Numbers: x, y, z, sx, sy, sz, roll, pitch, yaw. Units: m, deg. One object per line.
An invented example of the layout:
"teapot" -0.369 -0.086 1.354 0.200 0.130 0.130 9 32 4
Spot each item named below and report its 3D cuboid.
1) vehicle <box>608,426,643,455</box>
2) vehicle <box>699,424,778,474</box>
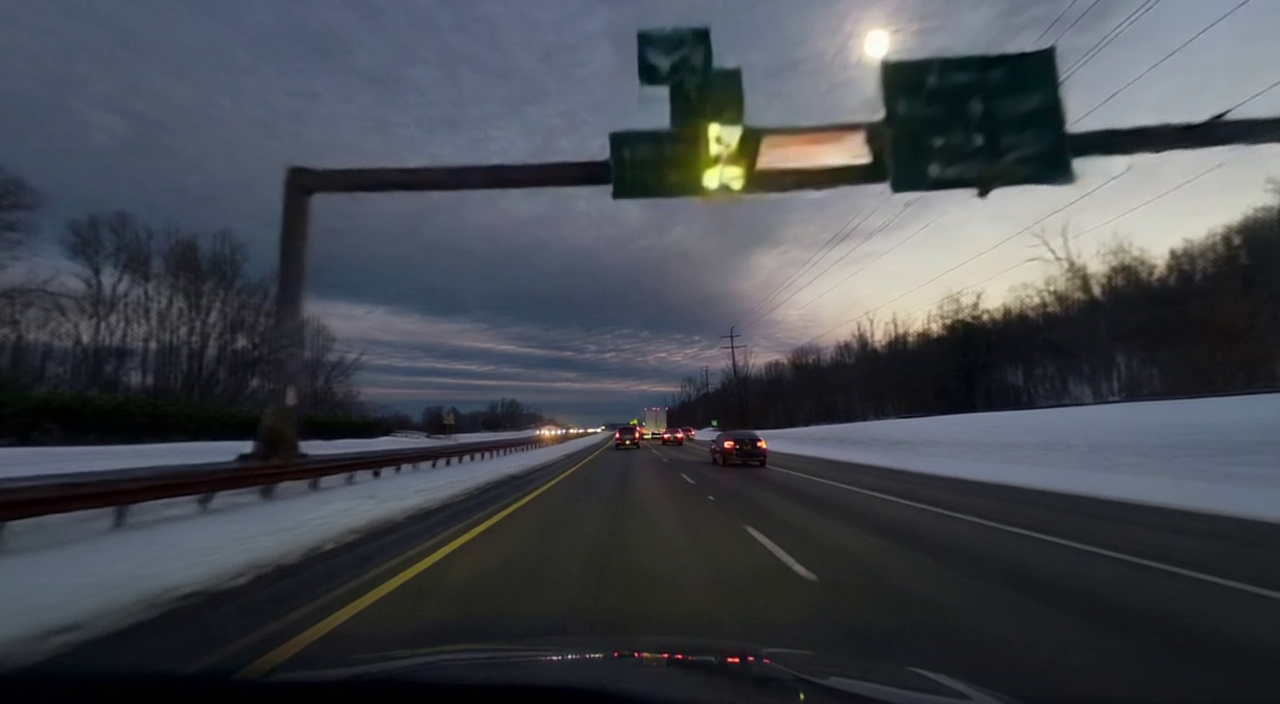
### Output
"vehicle" -0.882 5.389 38.329 2.019 1.642 3.790 0 -8 -1
"vehicle" 3.382 3.417 22.398 2.062 1.581 3.914 0 -8 -1
